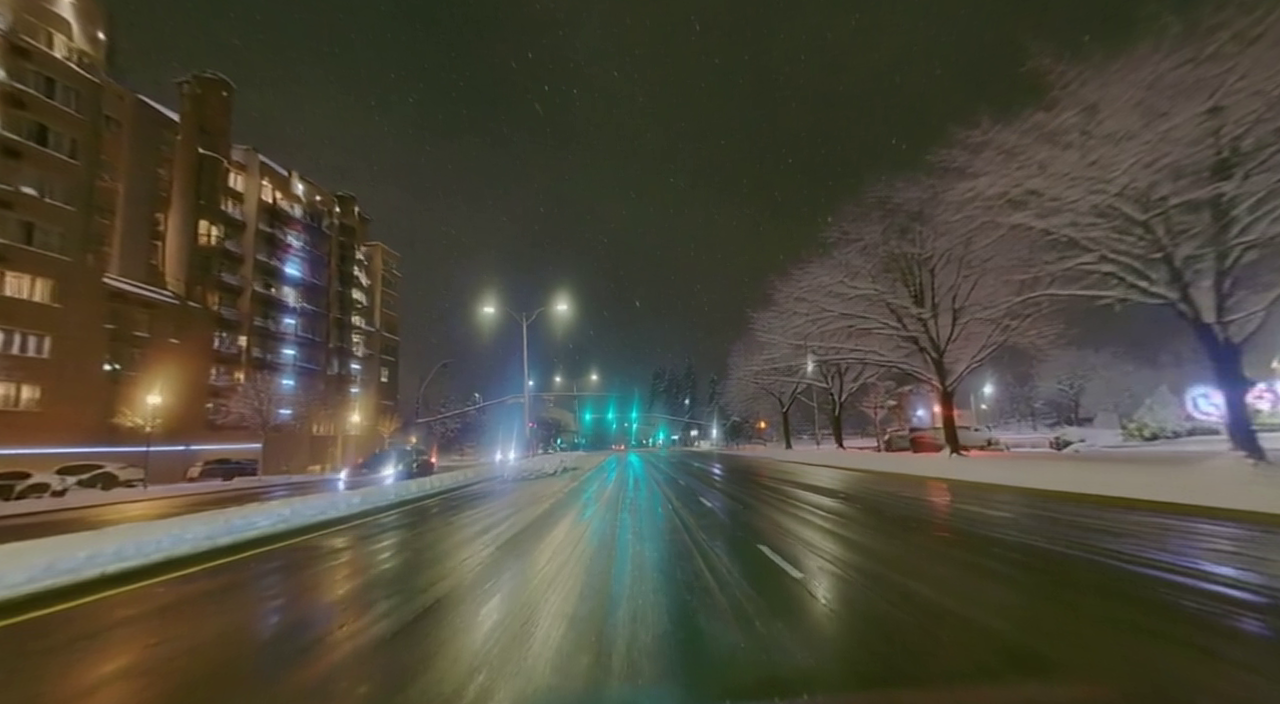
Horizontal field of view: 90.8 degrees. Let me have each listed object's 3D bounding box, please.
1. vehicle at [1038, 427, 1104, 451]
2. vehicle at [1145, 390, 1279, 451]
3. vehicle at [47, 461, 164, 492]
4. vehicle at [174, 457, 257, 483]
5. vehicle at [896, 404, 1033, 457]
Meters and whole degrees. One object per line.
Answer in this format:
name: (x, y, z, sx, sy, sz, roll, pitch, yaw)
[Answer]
vehicle: (33.183, 6.756, 48.778, 1.939, 1.670, 4.169, -1, -10, -3)
vehicle: (32.992, 4.071, 35.956, 2.670, 3.093, 7.117, -1, -9, 3)
vehicle: (-30.484, 7.105, 36.168, 4.821, 1.605, 2.028, 0, -9, 0)
vehicle: (-29.779, 8.273, 44.409, 4.382, 1.659, 1.917, 0, -9, -1)
vehicle: (20.947, 5.112, 41.100, 7.305, 3.266, 2.842, 0, -9, -3)
